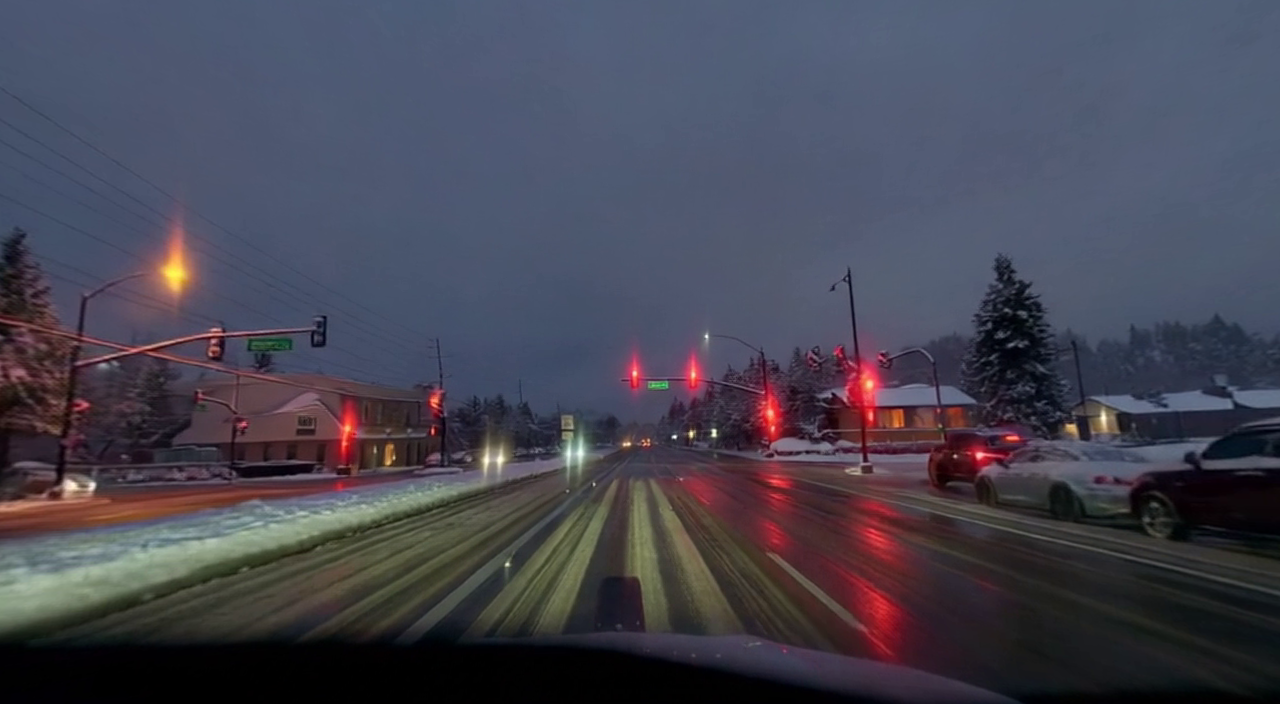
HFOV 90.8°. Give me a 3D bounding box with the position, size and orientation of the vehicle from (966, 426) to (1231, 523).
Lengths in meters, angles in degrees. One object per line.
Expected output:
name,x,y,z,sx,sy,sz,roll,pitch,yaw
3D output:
vehicle,8.147,2.198,11.828,1.943,1.485,3.984,0,-8,0

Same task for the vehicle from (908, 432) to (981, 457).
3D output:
vehicle,21.964,6.706,45.673,4.323,1.746,1.872,0,-8,-3

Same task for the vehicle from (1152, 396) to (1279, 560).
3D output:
vehicle,7.932,1.233,5.998,2.063,1.749,4.776,0,-8,0
